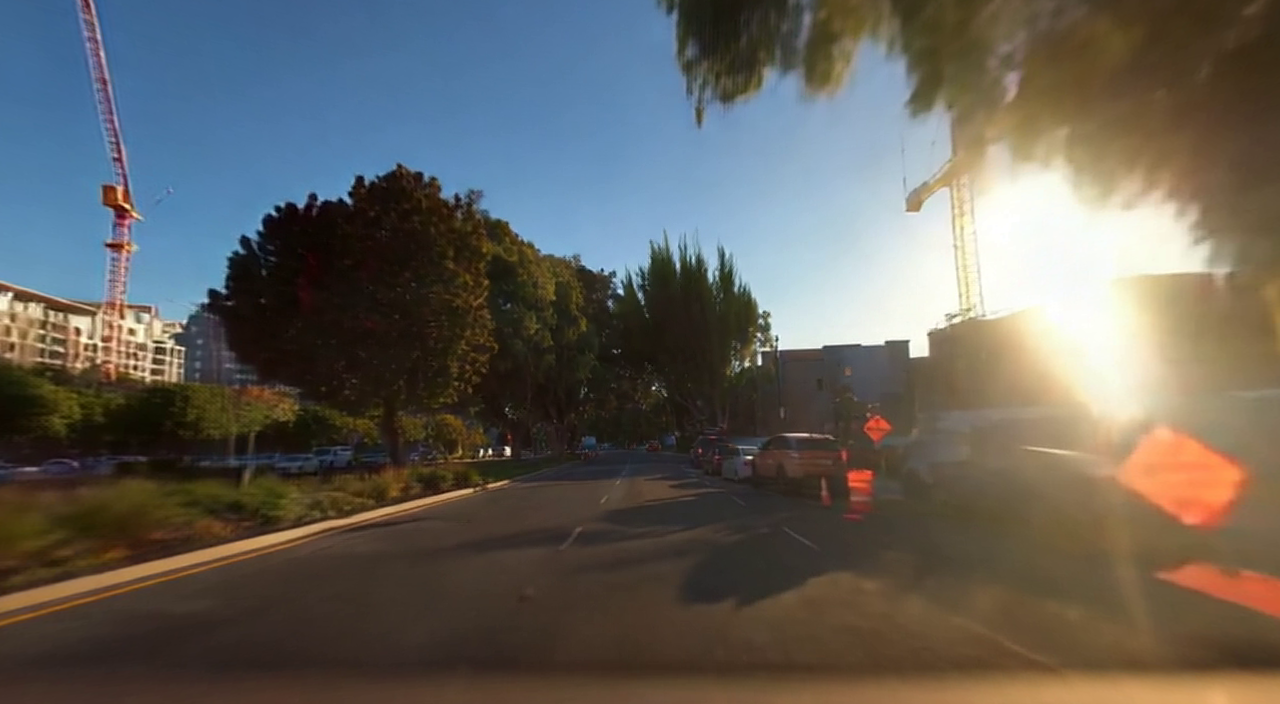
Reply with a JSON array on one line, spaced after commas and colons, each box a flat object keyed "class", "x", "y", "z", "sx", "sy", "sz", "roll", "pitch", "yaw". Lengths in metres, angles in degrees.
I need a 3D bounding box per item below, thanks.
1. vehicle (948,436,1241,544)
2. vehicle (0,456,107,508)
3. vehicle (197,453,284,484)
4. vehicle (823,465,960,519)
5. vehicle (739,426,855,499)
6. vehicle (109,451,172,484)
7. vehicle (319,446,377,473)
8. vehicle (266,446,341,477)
[{"class": "vehicle", "x": 7.433, "y": 2.248, "z": 11.028, "sx": 1.933, "sy": 1.483, "sz": 4.330, "roll": 0, "pitch": -8, "yaw": 1}, {"class": "vehicle", "x": -21.742, "y": 4.548, "z": 22.477, "sx": 1.832, "sy": 1.583, "sz": 4.083, "roll": 0, "pitch": -8, "yaw": 0}, {"class": "vehicle", "x": -21.600, "y": 6.264, "z": 34.283, "sx": 1.811, "sy": 1.480, "sz": 4.425, "roll": 0, "pitch": -8, "yaw": 0}, {"class": "vehicle", "x": 4.996, "y": 2.800, "z": 12.837, "sx": 1.973, "sy": 0.903, "sz": 2.151, "roll": 0, "pitch": -8, "yaw": 3}, {"class": "vehicle", "x": 4.356, "y": 3.164, "z": 18.419, "sx": 2.050, "sy": 1.832, "sz": 4.794, "roll": 0, "pitch": -8, "yaw": -1}, {"class": "vehicle", "x": -28.779, "y": 6.559, "z": 36.244, "sx": 4.514, "sy": 1.692, "sz": 2.108, "roll": -8, "pitch": -11, "yaw": 44}, {"class": "vehicle", "x": -21.600, "y": 7.966, "z": 46.888, "sx": 2.027, "sy": 1.855, "sz": 4.908, "roll": 0, "pitch": -8, "yaw": -2}, {"class": "vehicle", "x": -21.579, "y": 7.021, "z": 40.675, "sx": 1.986, "sy": 1.805, "sz": 5.444, "roll": 0, "pitch": -8, "yaw": -2}]
